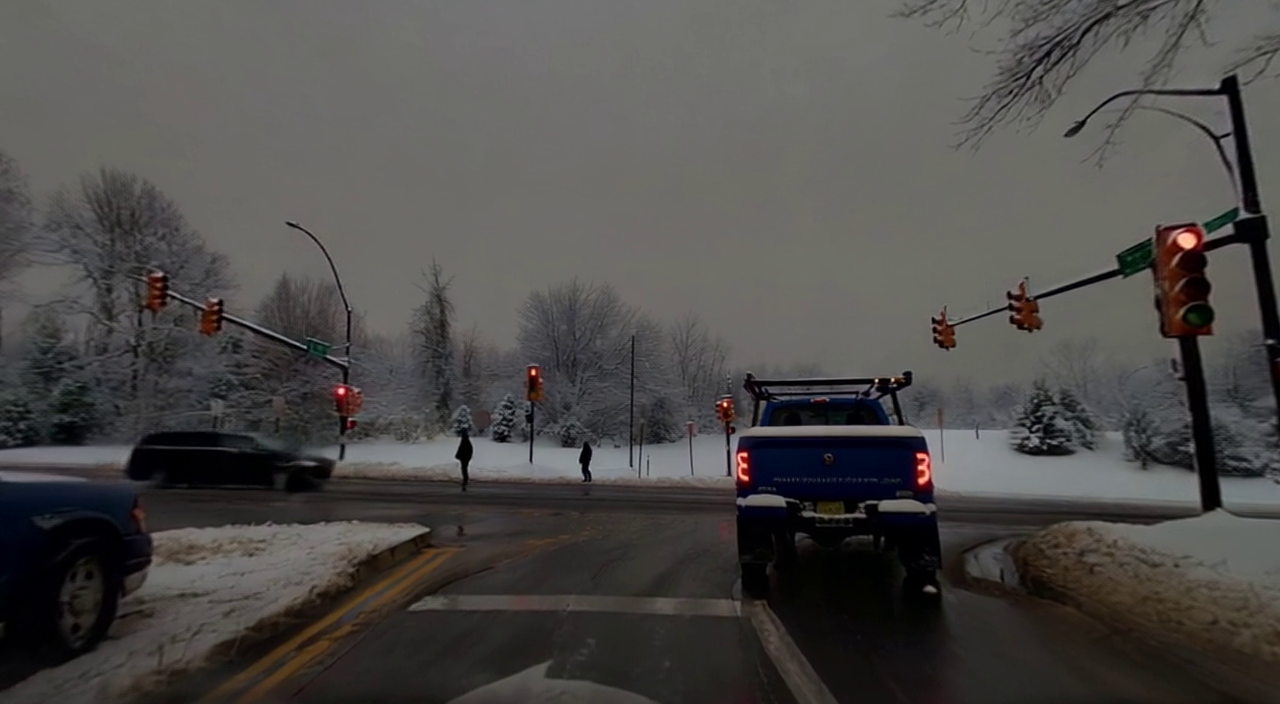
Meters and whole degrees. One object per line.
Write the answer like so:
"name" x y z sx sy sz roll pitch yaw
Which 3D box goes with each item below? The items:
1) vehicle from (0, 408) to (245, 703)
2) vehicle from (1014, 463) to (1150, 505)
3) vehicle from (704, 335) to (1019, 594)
"vehicle" -4.050 0.957 2.623 1.913 1.491 4.547 0 -9 -1
"vehicle" 19.280 5.761 27.639 4.356 1.498 1.957 -3 -8 2
"vehicle" 2.644 1.496 9.106 2.851 2.400 5.978 -2 -9 11
